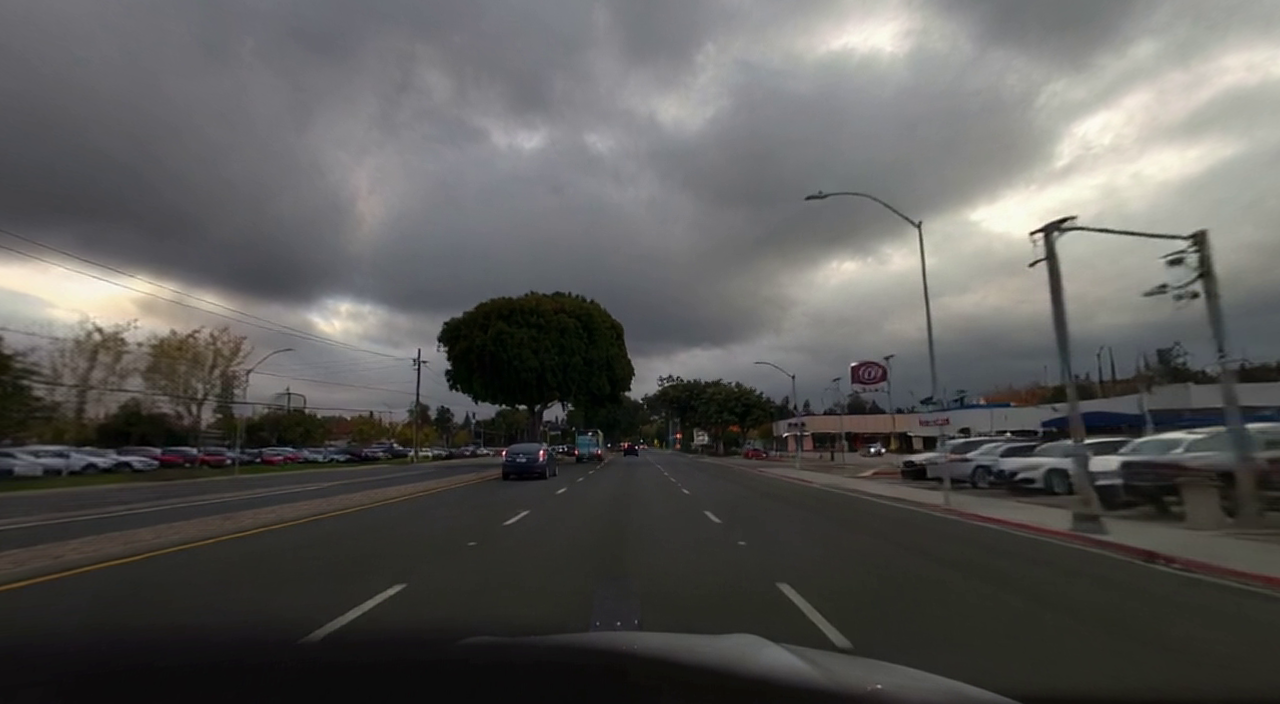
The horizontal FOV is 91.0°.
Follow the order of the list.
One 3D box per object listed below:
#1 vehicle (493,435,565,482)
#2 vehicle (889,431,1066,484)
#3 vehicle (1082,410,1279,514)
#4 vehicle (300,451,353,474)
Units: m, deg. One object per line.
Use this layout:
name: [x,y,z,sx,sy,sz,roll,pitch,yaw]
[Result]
vehicle: [-4.362,4.257,25.431,2.109,1.672,4.256,0,-8,0]
vehicle: [12.689,3.989,23.941,5.500,1.749,2.057,-1,-9,-3]
vehicle: [12.433,2.240,13.028,5.454,1.829,2.288,3,-9,-15]
vehicle: [-23.145,8.153,46.658,1.858,1.530,4.044,0,-8,0]
